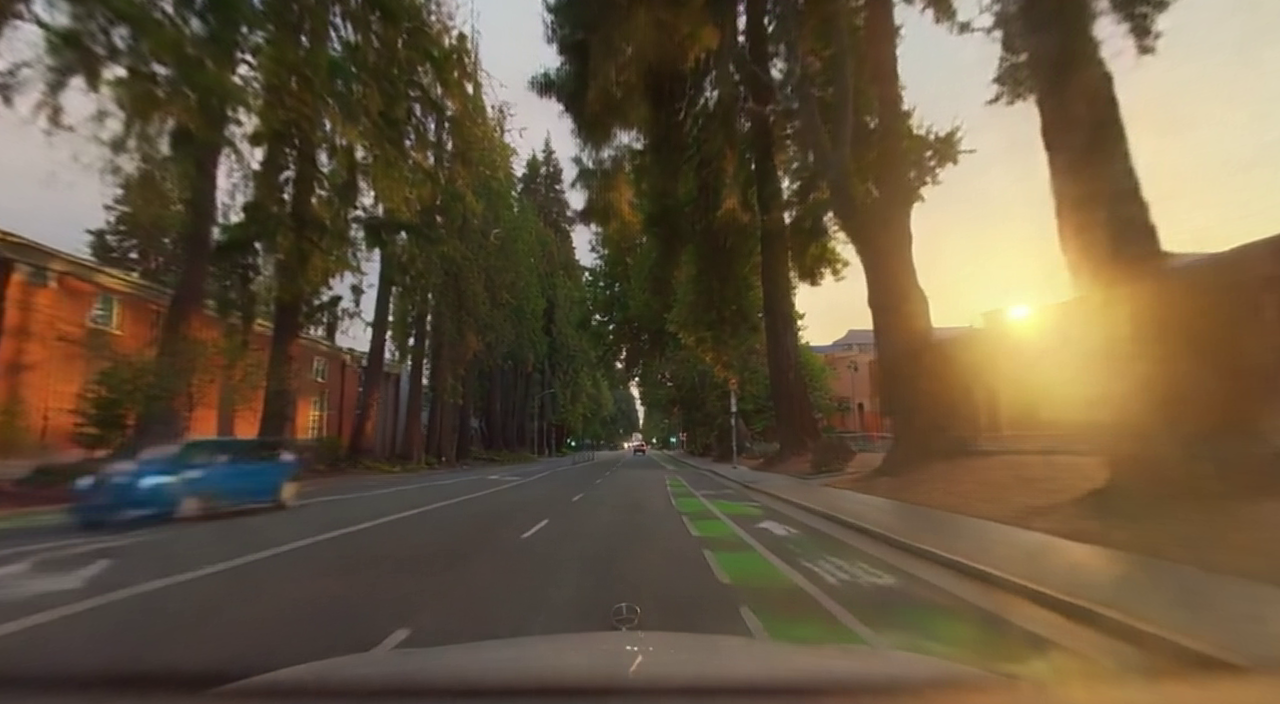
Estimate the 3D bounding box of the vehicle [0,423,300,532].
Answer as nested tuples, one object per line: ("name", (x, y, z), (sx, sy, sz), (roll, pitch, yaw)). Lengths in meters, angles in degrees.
("vehicle", (-9.487, 2.428, 12.856), (2.248, 1.761, 4.918), (0, -9, 1))
